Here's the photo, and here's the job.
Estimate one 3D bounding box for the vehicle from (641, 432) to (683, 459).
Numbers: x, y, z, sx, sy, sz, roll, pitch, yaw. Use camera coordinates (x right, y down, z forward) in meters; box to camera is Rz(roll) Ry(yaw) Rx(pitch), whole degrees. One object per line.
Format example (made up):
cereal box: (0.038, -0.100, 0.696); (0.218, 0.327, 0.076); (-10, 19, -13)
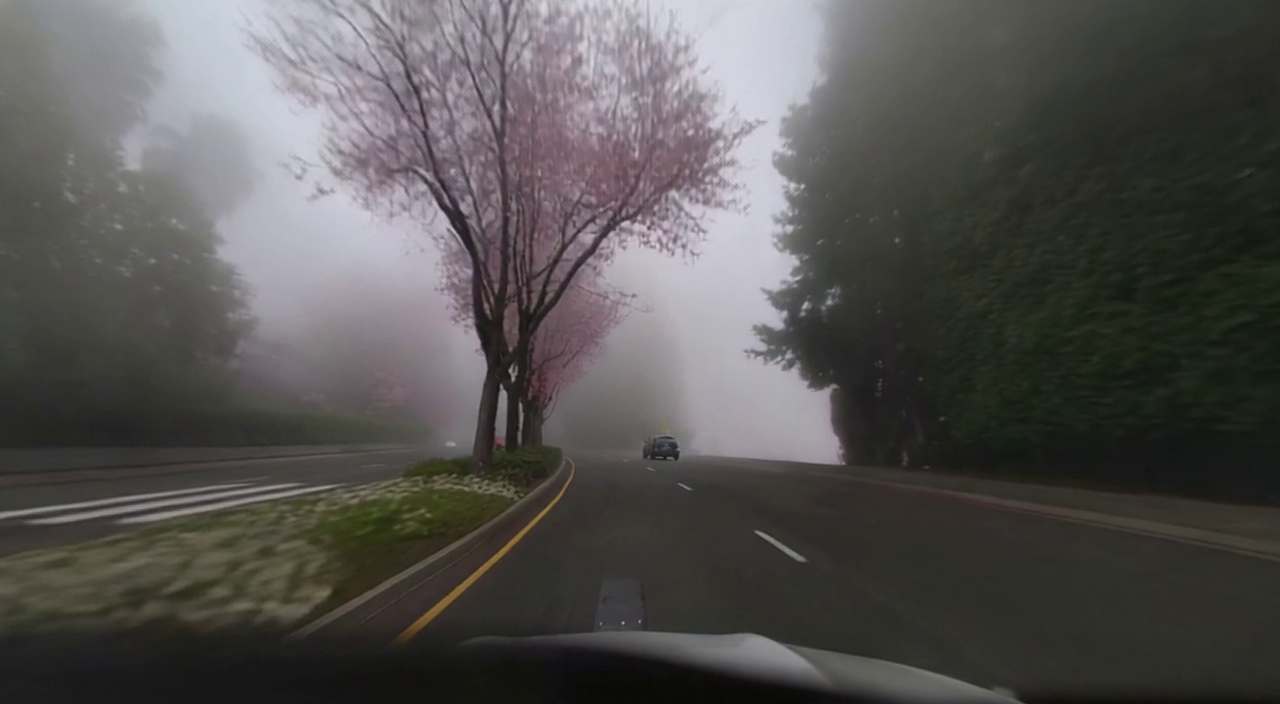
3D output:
vehicle: (1.502, 6.645, 44.788); (2.166, 1.828, 4.607); (1, -8, -9)
